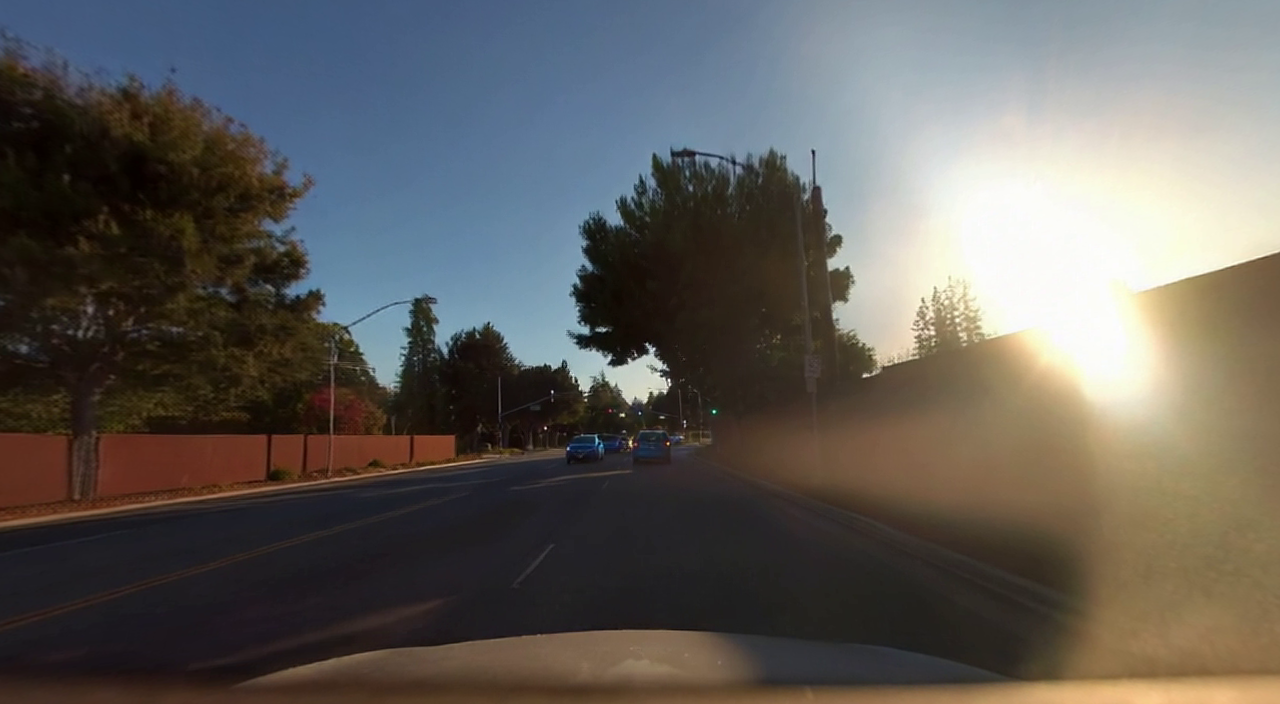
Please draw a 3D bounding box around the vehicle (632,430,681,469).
[{"bbox_3d":[0.744,4.564,29.621,2.127,1.665,3.993,0,-8,0],"label":"vehicle"}]

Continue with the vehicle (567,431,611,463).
[{"bbox_3d":[-2.994,5.710,37.962,2.190,1.766,4.394,0,-8,1],"label":"vehicle"}]
